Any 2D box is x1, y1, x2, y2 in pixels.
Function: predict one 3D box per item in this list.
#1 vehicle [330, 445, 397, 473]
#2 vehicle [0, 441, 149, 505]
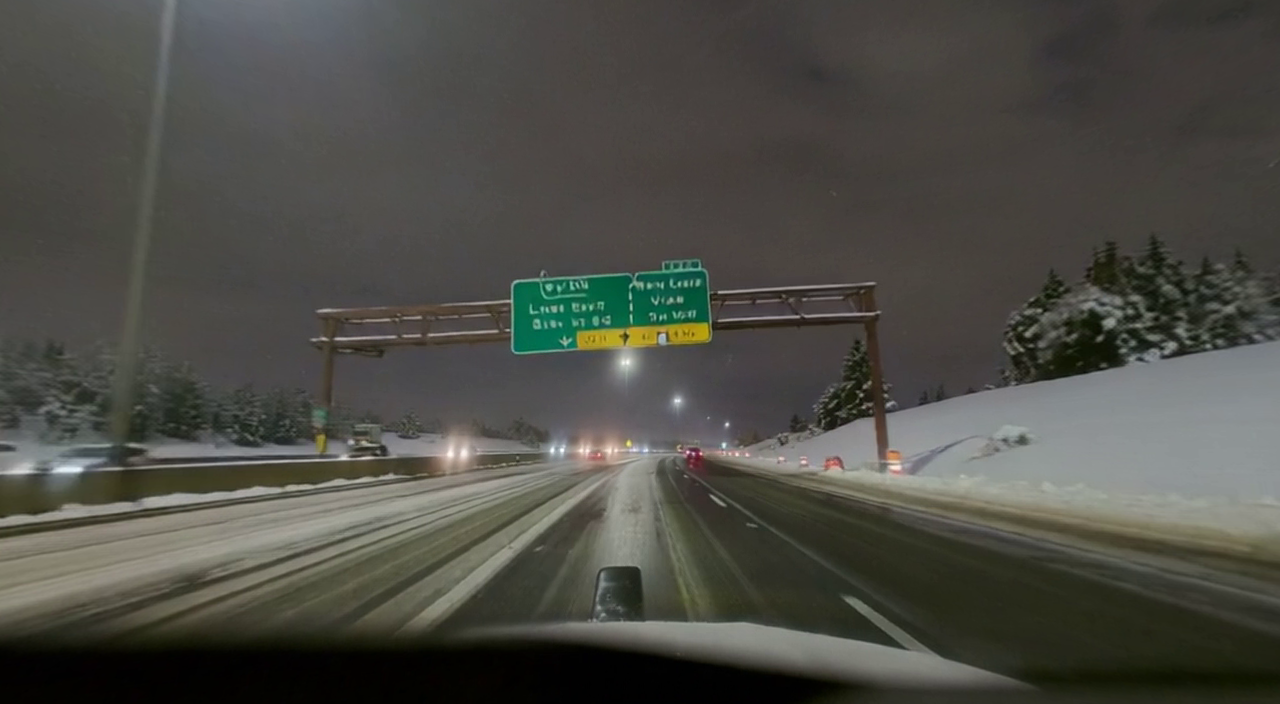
[{"bbox_3d":[-16.186,6.289,37.115,1.871,1.485,4.332,-1,-9,2],"label":"vehicle"},{"bbox_3d":[-16.345,3.246,17.264,1.937,1.515,4.594,-1,-9,2],"label":"vehicle"}]
